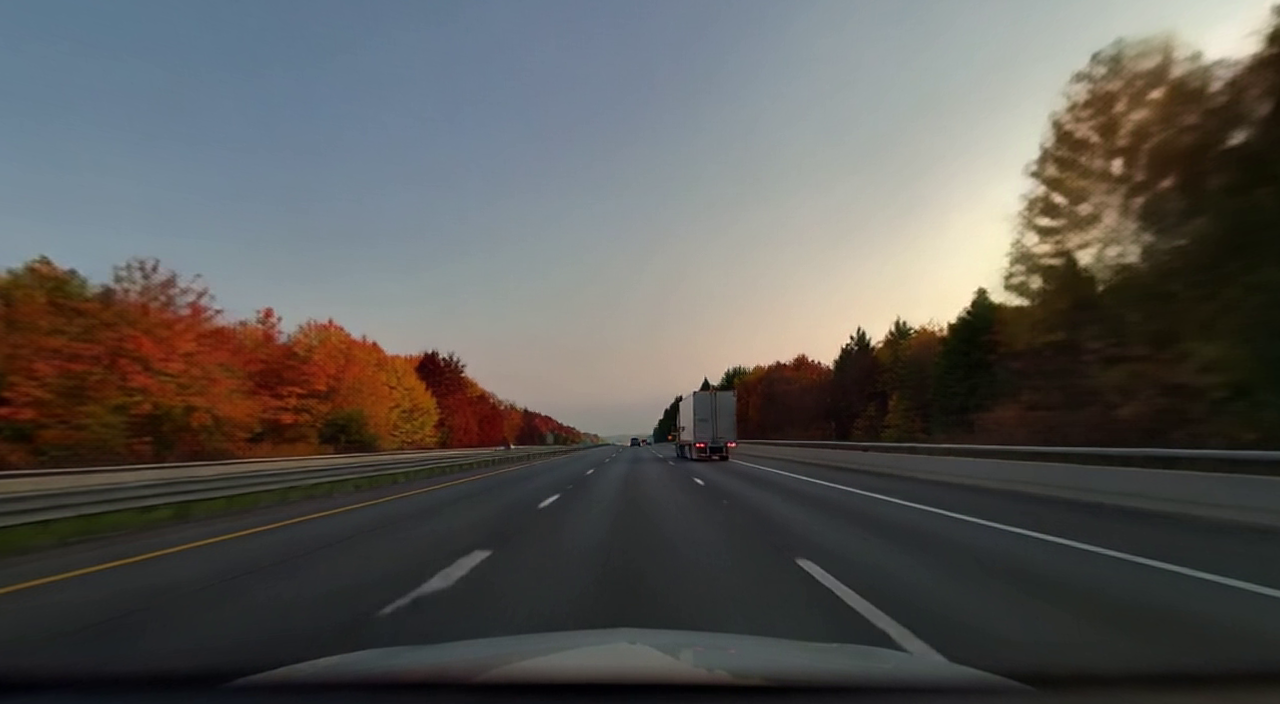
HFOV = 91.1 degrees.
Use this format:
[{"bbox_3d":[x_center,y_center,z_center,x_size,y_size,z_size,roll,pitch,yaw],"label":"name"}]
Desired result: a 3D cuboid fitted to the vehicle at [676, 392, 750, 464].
[{"bbox_3d":[4.180,4.744,38.454,3.348,3.847,8.908,0,-8,-1],"label":"vehicle"}]
